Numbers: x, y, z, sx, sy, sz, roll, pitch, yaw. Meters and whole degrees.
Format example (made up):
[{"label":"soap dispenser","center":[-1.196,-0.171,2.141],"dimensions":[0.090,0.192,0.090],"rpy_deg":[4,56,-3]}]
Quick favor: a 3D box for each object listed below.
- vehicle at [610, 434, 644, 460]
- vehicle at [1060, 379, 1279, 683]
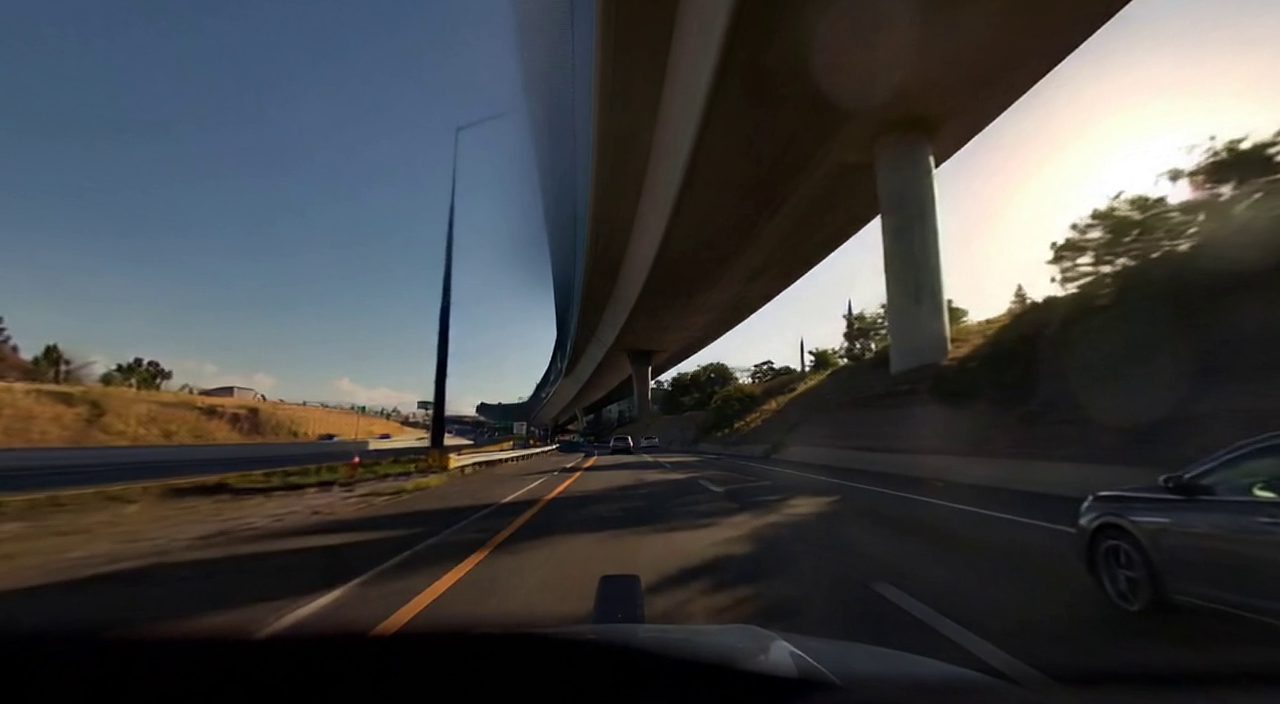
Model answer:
[{"label":"vehicle","center":[-0.836,5.843,38.776],"dimensions":[1.998,1.512,3.735],"rpy_deg":[0,-8,-3]},{"label":"vehicle","center":[4.145,0.858,2.861],"dimensions":[1.852,1.513,3.652],"rpy_deg":[0,-8,-1]}]
